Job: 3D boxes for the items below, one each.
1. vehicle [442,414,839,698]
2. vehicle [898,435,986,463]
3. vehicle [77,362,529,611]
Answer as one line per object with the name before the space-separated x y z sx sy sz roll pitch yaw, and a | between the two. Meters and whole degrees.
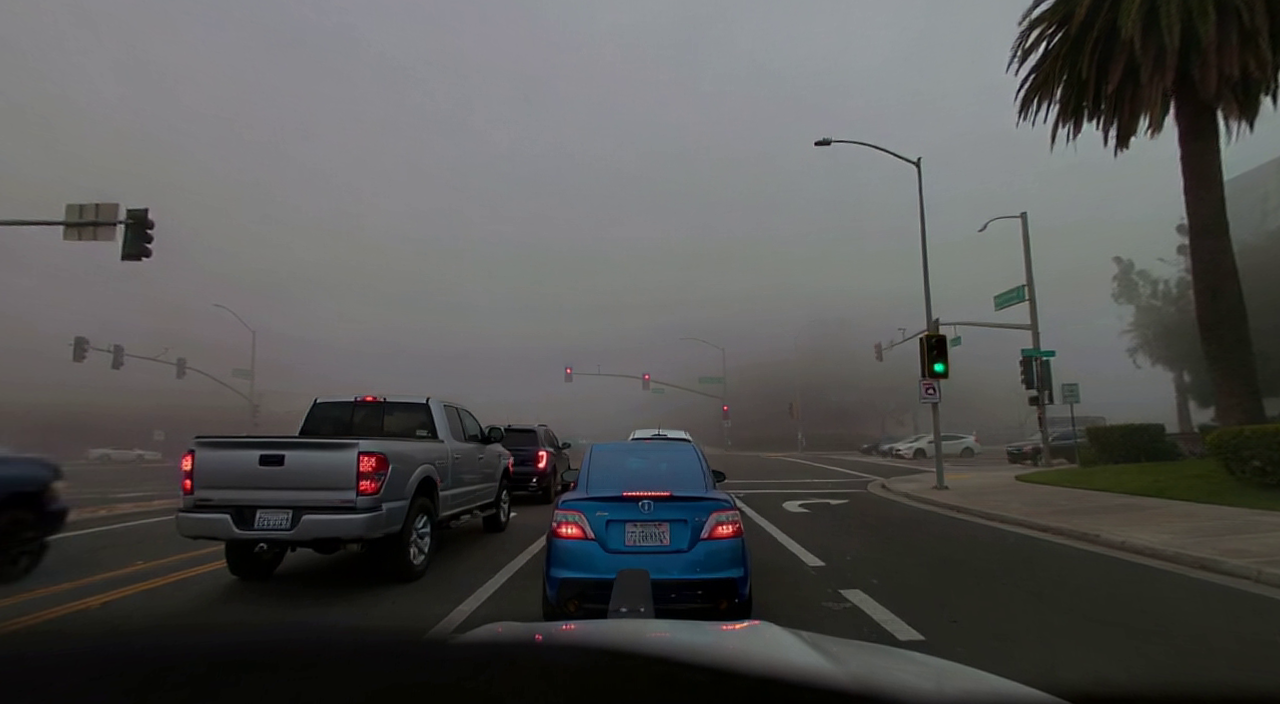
vehicle | 0.035 1.400 5.513 2.122 1.501 4.152 0 -8 1
vehicle | 18.827 6.072 39.296 4.466 1.717 1.963 0 -8 2
vehicle | -3.221 1.481 7.917 2.330 1.969 5.626 -1 -8 3
